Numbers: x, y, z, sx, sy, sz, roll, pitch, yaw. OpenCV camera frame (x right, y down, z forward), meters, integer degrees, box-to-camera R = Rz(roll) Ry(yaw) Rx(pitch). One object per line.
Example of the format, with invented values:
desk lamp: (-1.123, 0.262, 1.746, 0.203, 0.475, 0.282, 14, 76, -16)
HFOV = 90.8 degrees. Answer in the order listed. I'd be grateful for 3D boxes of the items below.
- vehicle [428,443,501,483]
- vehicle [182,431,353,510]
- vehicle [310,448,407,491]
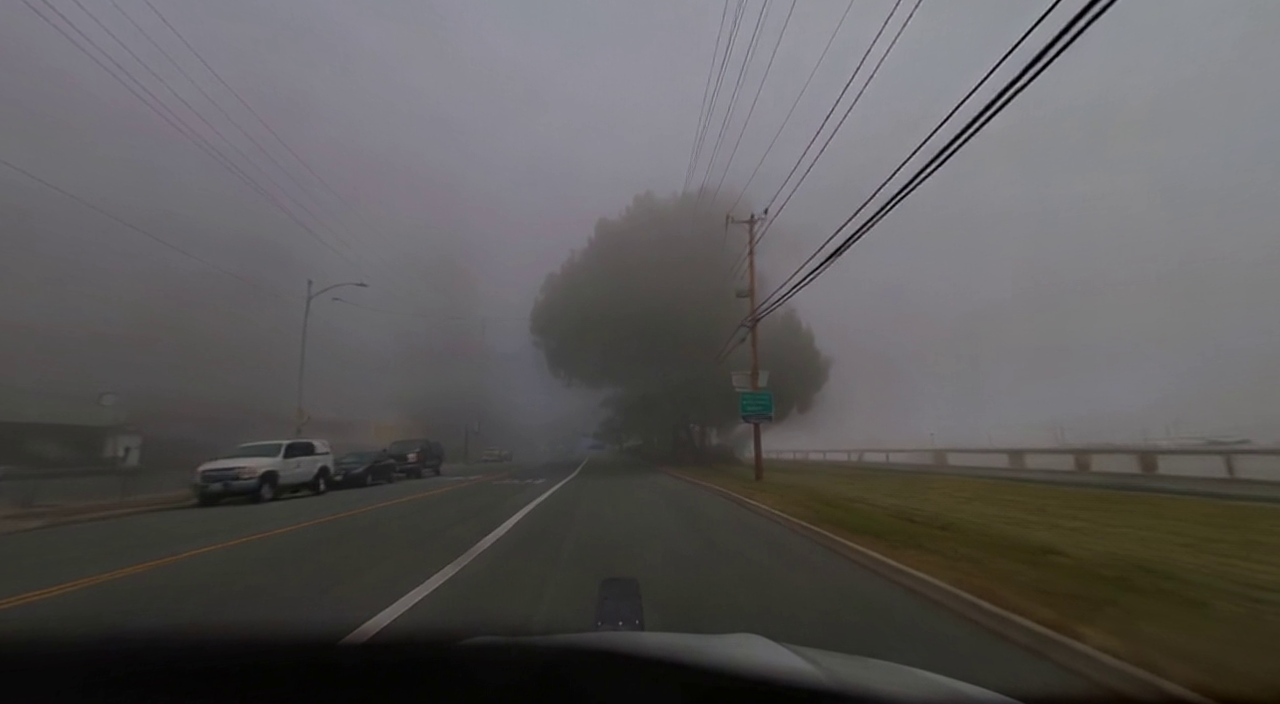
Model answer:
vehicle: (-7.145, 4.560, 26.234, 1.849, 1.512, 4.302, 0, -9, -1)
vehicle: (-10.211, 3.268, 17.960, 2.016, 1.872, 5.297, 1, -9, -5)
vehicle: (-10.576, 4.405, 24.147, 1.842, 1.461, 4.568, 0, -9, -4)
